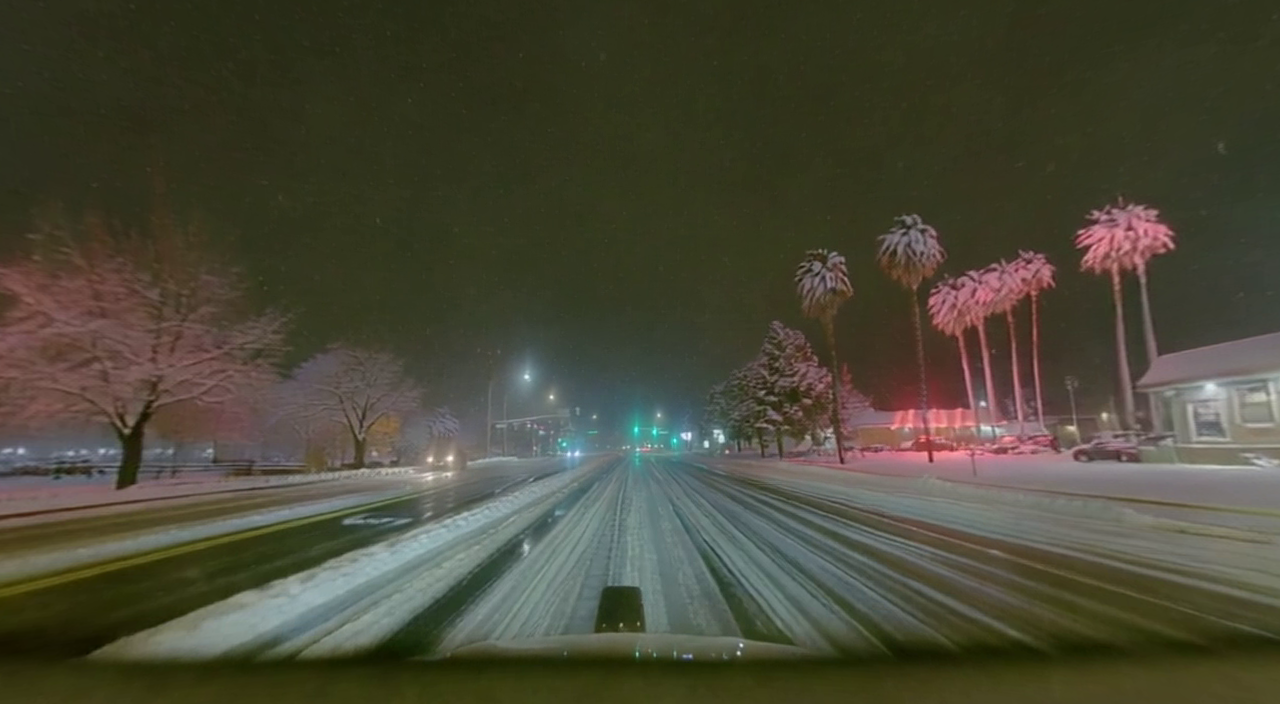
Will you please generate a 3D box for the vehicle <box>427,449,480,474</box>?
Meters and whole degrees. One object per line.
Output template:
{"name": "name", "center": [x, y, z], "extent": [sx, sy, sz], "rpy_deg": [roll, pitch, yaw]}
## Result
{"name": "vehicle", "center": [-12.186, 7.159, 41.624], "extent": [2.015, 1.484, 4.651], "rpy_deg": [0, -8, 0]}
